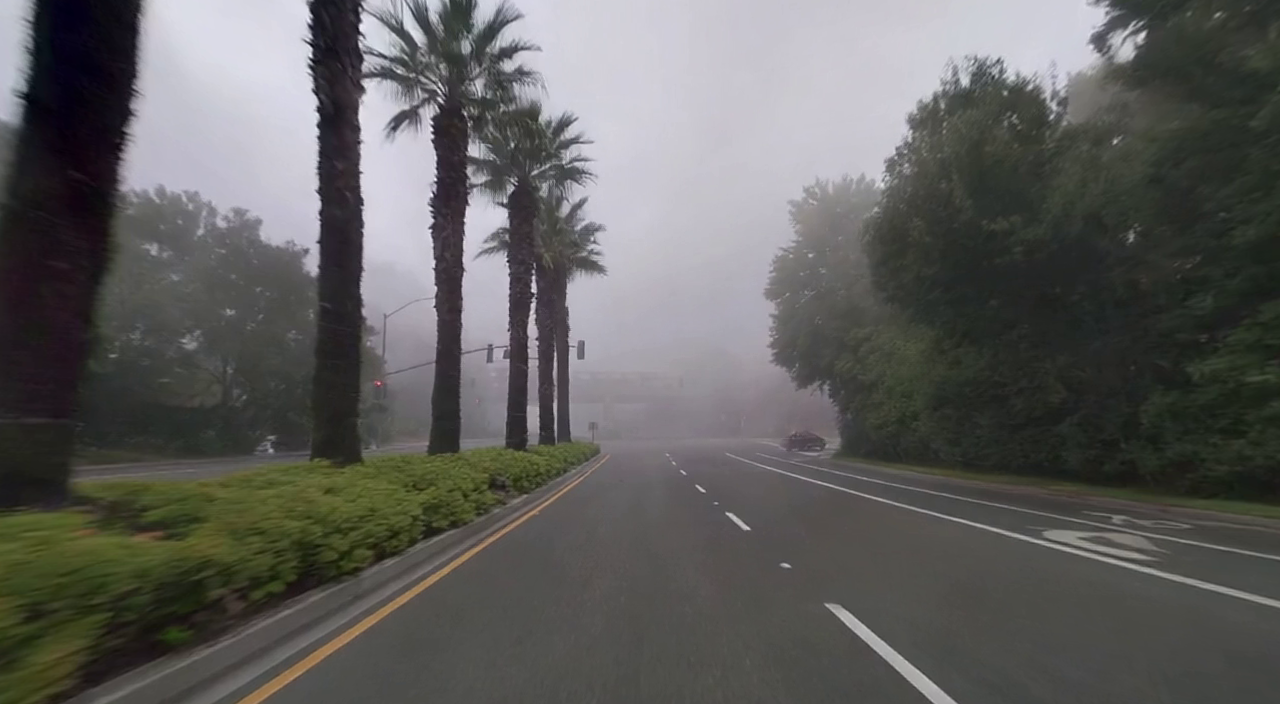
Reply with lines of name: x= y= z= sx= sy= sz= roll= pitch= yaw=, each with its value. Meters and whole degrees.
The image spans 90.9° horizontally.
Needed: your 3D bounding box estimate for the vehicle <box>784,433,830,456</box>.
vehicle: x=11.527 y=6.336 z=43.177 sx=1.982 sy=1.436 sz=4.556 roll=-4 pitch=-10 yaw=28
